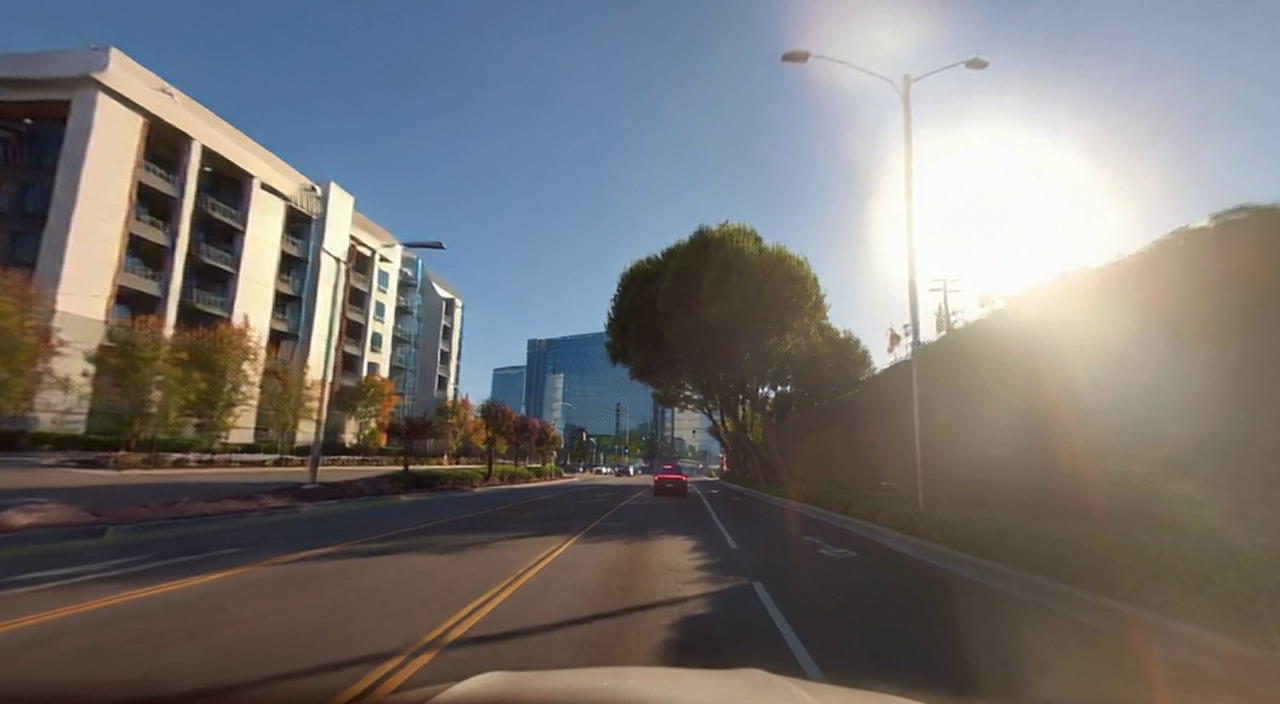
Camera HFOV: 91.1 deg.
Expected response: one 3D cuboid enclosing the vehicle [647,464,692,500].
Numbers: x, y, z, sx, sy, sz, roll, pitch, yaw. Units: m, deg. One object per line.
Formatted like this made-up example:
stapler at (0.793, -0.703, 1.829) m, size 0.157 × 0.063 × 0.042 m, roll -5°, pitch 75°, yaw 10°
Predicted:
vehicle at (1.536, 6.473, 31.387) m, size 2.067 × 1.629 × 3.858 m, roll 0°, pitch -11°, yaw 4°
